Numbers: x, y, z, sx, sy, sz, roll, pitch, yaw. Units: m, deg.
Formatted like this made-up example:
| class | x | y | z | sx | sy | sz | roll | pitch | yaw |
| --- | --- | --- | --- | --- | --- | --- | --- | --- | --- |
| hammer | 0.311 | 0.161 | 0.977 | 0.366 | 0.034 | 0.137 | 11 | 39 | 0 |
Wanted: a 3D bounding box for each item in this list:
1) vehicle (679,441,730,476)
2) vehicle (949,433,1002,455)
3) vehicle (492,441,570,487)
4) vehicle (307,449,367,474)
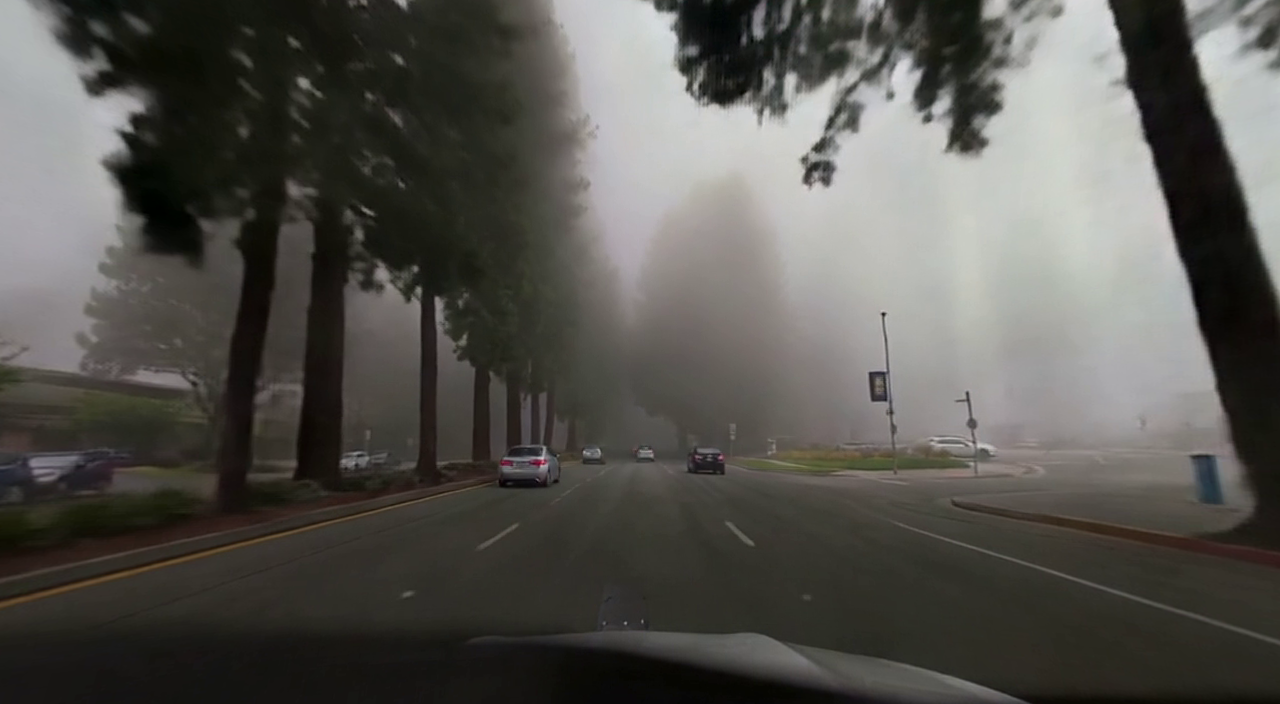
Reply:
| class | x | y | z | sx | sy | sz | roll | pitch | yaw |
| --- | --- | --- | --- | --- | --- | --- | --- | --- | --- |
| vehicle | 3.033 | 5.085 | 30.321 | 1.922 | 1.579 | 3.642 | 0 | -9 | -2 |
| vehicle | 26.275 | 7.196 | 49.567 | 1.677 | 1.591 | 4.298 | -1 | -8 | -2 |
| vehicle | -3.766 | 3.973 | 22.655 | 1.908 | 1.481 | 4.536 | 0 | -9 | 1 |
| vehicle | -22.807 | 8.262 | 47.647 | 2.040 | 1.757 | 4.730 | 0 | -9 | 1 |
